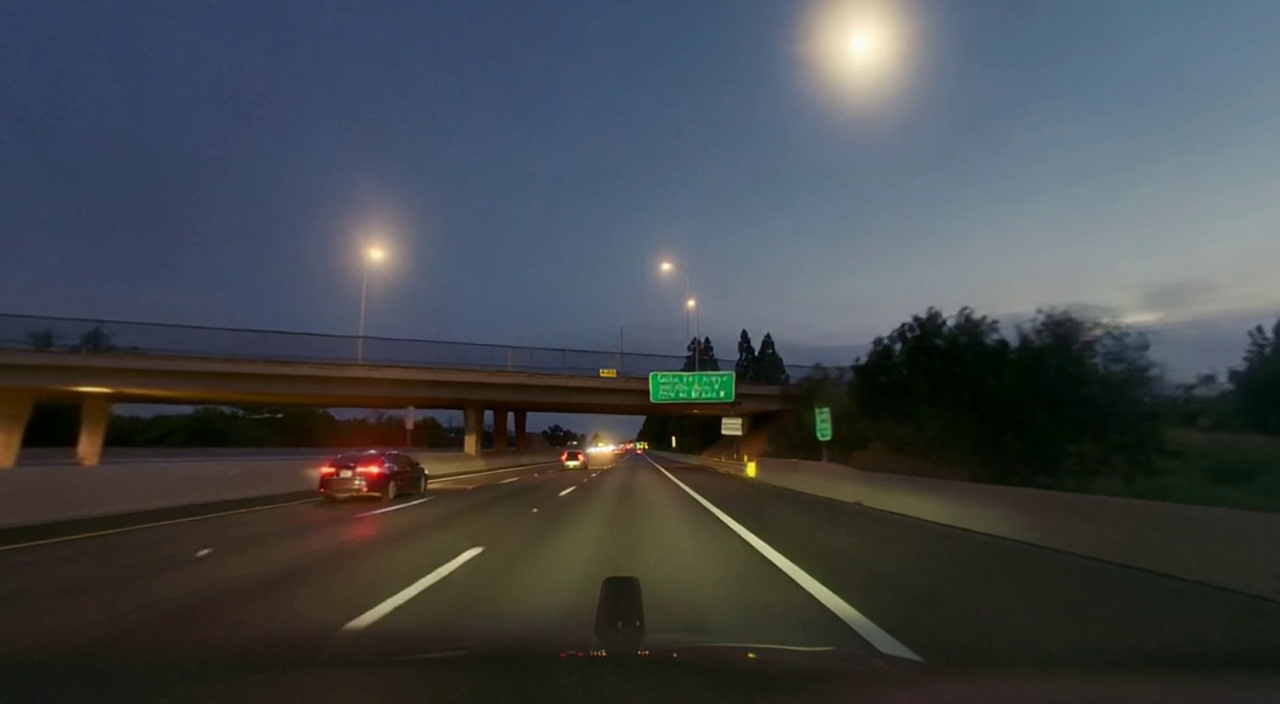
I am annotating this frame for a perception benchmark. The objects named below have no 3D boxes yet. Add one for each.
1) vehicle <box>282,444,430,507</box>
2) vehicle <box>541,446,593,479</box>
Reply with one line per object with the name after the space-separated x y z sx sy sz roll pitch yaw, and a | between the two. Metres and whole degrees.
-7.746 3.393 17.805 2.002 1.507 4.631 0 -9 0 | vehicle
-3.801 5.856 33.639 2.102 1.571 4.666 0 -9 1 | vehicle
